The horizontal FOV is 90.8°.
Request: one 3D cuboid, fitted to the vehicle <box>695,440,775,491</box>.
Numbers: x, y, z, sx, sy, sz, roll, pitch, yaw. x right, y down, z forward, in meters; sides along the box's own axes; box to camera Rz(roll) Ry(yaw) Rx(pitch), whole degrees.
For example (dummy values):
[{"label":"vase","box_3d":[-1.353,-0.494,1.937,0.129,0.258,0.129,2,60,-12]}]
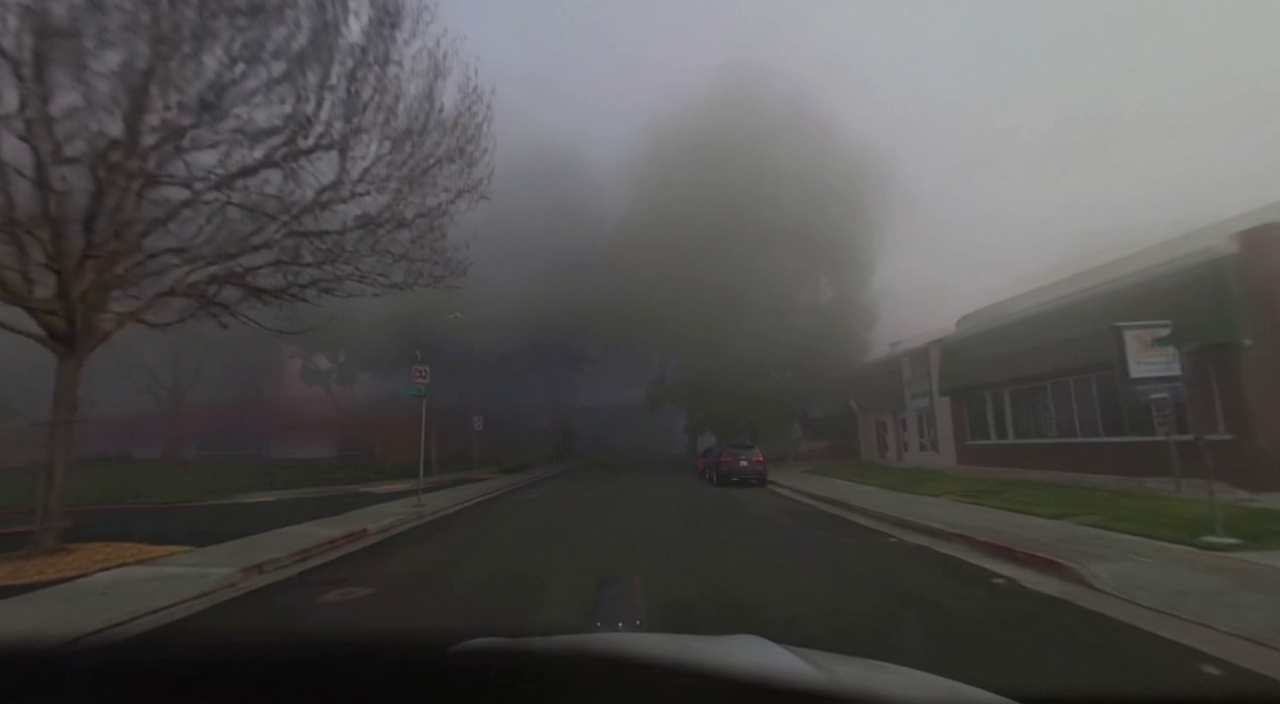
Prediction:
[{"label":"vehicle","box_3d":[3.137,3.845,21.784,2.064,1.532,4.596,0,-9,0]}]
